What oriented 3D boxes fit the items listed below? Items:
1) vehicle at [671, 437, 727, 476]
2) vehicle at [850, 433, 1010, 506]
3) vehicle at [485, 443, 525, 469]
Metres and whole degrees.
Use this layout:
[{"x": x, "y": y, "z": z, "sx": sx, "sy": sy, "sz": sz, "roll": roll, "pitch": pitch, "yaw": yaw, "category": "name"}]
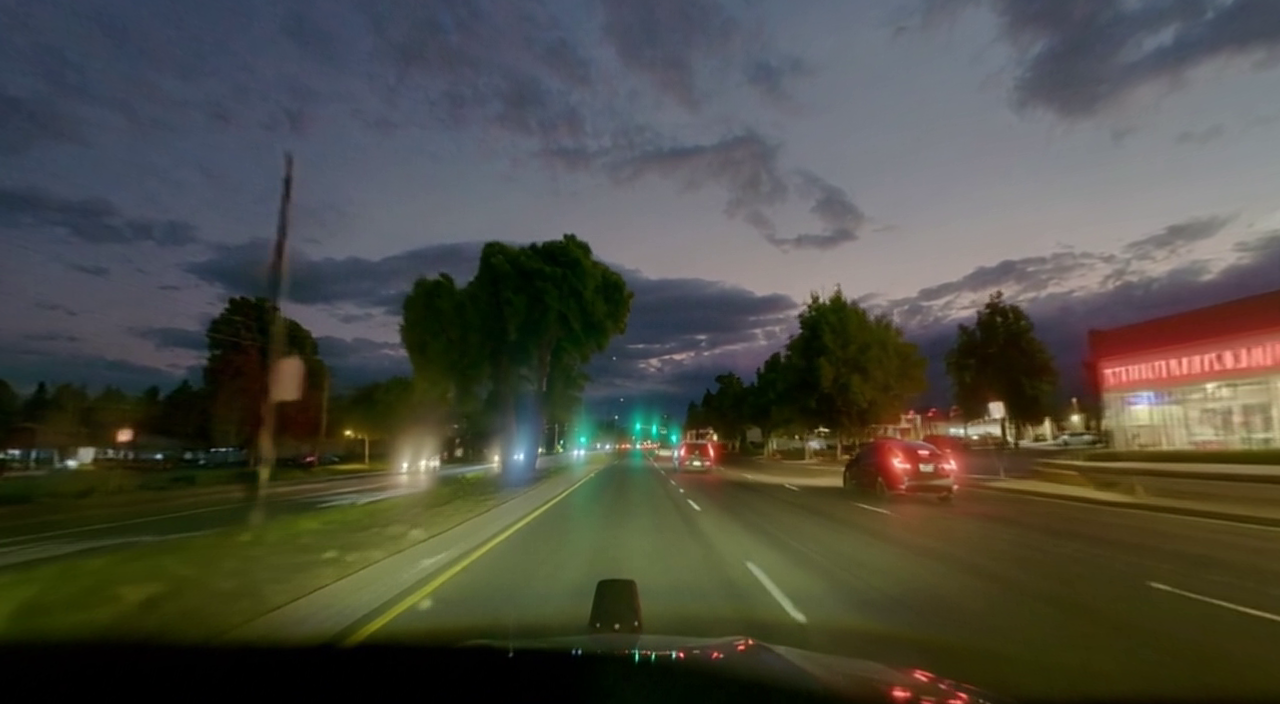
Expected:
[{"x": 2.664, "y": 4.854, "z": 29.455, "sx": 2.161, "sy": 1.676, "sz": 4.151, "roll": 0, "pitch": -9, "yaw": -1, "category": "vehicle"}, {"x": 6.859, "y": 2.812, "z": 15.484, "sx": 1.886, "sy": 1.528, "sz": 4.169, "roll": 0, "pitch": -9, "yaw": -1, "category": "vehicle"}, {"x": -9.549, "y": 7.389, "z": 44.884, "sx": 1.968, "sy": 1.684, "sz": 4.265, "roll": 0, "pitch": -9, "yaw": -1, "category": "vehicle"}]
